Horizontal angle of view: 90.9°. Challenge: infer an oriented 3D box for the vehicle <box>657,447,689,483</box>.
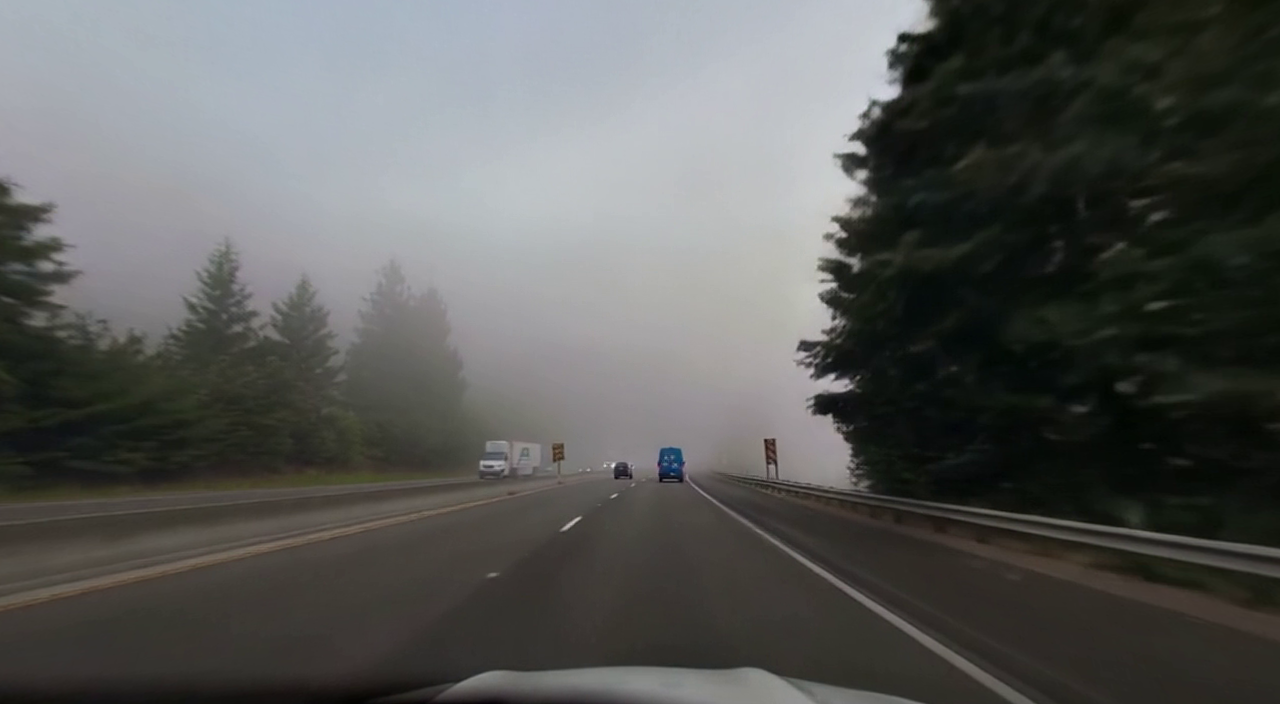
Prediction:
[{"bbox_3d":[2.603,8.954,49.633,2.366,2.595,5.793,0,-11,2],"label":"vehicle"}]
